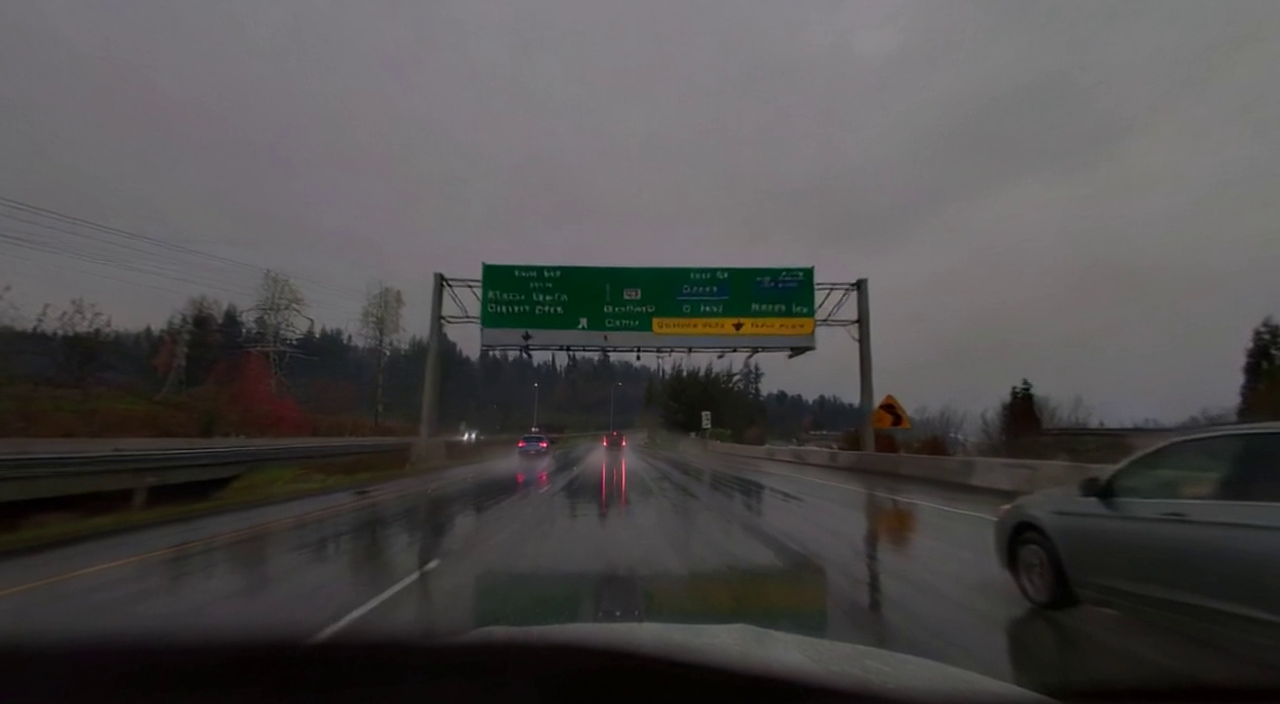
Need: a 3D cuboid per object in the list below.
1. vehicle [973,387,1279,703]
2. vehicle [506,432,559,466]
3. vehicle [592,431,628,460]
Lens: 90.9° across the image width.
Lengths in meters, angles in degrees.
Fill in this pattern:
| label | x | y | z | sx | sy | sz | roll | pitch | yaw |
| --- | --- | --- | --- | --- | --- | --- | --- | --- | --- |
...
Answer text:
| label | x | y | z | sx | sy | sz | roll | pitch | yaw |
| --- | --- | --- | --- | --- | --- | --- | --- | --- | --- |
| vehicle | 3.789 | 0.941 | 2.708 | 2.033 | 1.576 | 4.691 | 0 | -8 | -2 |
| vehicle | -5.368 | 4.892 | 31.938 | 2.100 | 1.590 | 4.077 | 0 | -8 | -2 |
| vehicle | -1.820 | 5.850 | 39.616 | 2.159 | 1.690 | 3.720 | 0 | -8 | -1 |
